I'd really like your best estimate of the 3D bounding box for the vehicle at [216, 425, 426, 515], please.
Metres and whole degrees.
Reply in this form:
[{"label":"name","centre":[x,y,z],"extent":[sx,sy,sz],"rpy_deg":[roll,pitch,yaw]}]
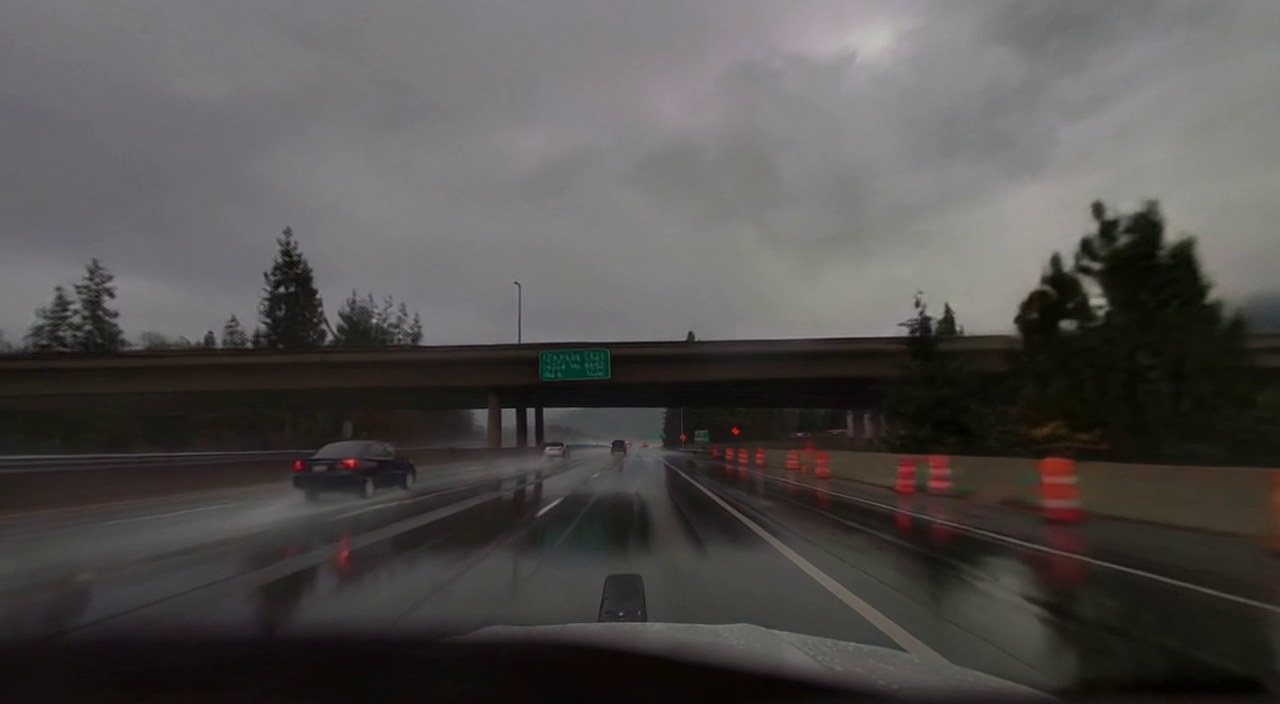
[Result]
[{"label":"vehicle","centre":[-6.993,2.641,14.659],"extent":[2.169,1.701,5.113],"rpy_deg":[0,-8,0]}]
